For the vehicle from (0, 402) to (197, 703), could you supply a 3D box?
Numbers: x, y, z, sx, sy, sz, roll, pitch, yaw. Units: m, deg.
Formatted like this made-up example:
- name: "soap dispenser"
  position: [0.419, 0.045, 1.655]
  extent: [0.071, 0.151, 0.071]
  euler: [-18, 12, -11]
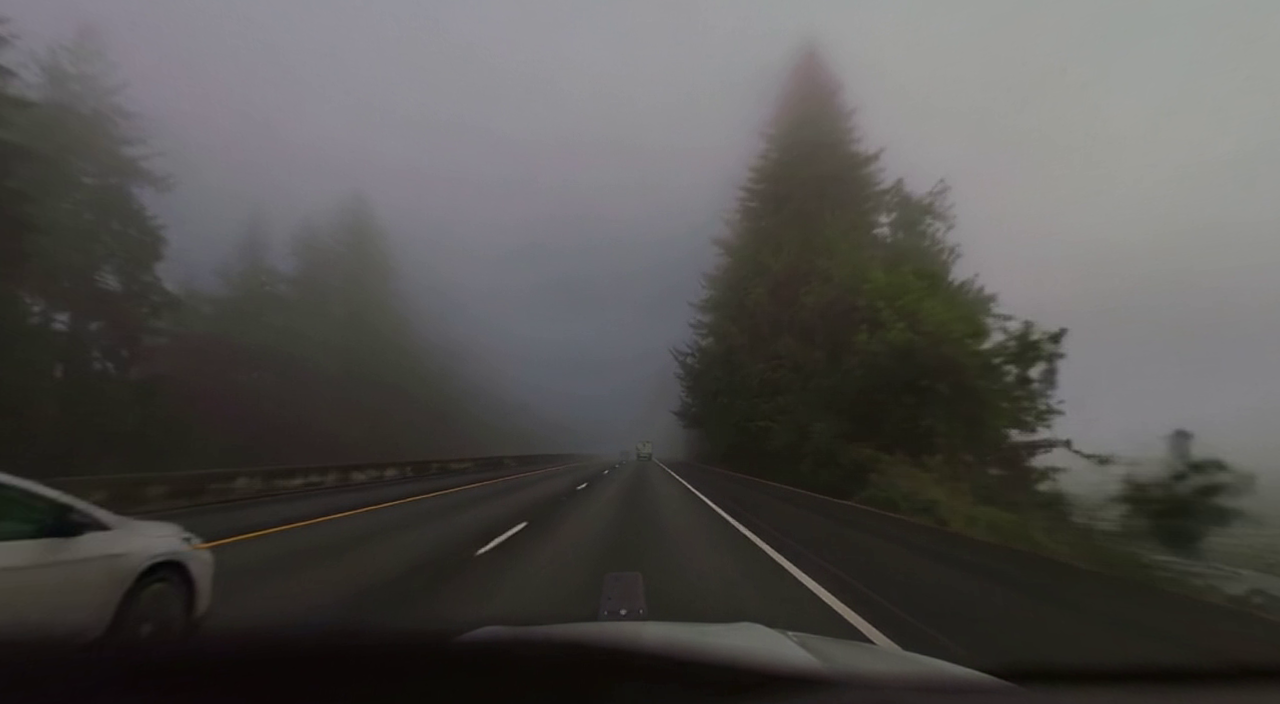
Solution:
- name: "vehicle"
  position: [-3.548, 0.753, 1.215]
  extent: [1.969, 1.505, 4.636]
  euler: [0, -9, 1]
